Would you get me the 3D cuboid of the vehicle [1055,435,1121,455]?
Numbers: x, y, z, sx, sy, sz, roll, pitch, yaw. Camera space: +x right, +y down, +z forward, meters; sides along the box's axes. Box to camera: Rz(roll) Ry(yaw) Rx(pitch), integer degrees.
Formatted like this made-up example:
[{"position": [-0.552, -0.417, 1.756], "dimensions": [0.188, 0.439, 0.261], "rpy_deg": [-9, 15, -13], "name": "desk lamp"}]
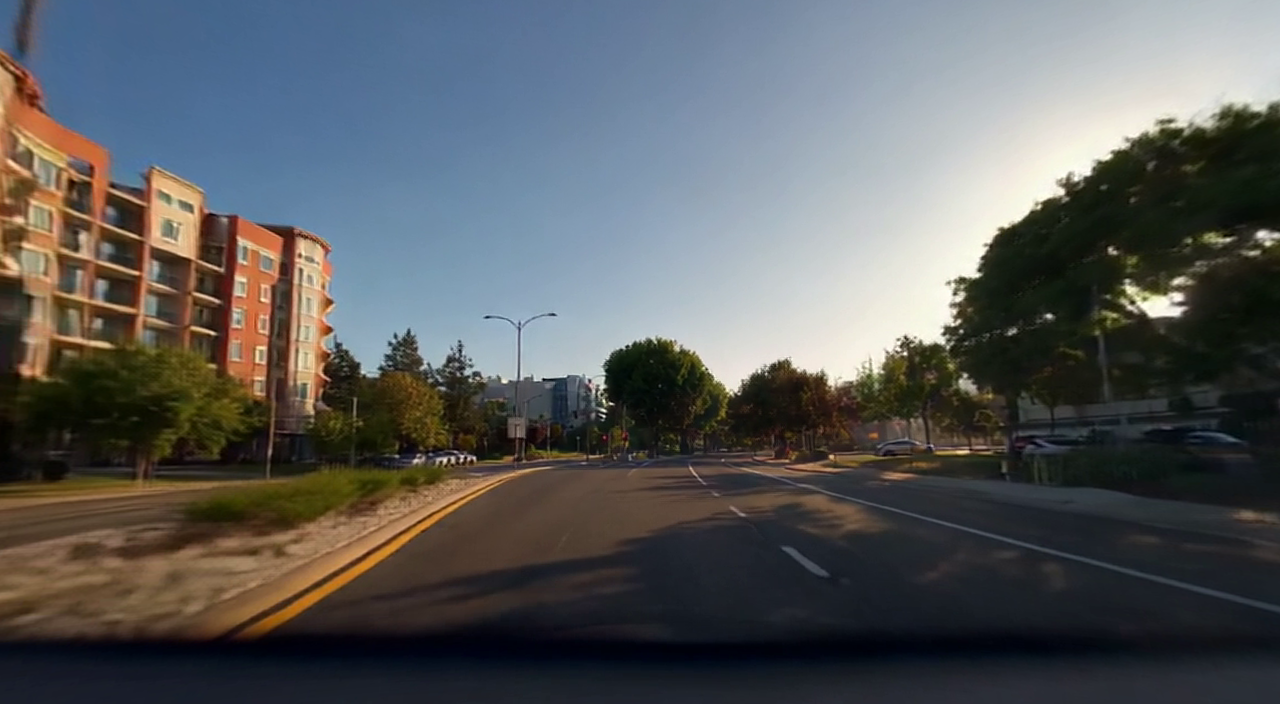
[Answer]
[{"position": [33.123, 6.920, 46.781], "dimensions": [1.574, 1.448, 3.558], "rpy_deg": [3, -10, -21], "name": "vehicle"}]
